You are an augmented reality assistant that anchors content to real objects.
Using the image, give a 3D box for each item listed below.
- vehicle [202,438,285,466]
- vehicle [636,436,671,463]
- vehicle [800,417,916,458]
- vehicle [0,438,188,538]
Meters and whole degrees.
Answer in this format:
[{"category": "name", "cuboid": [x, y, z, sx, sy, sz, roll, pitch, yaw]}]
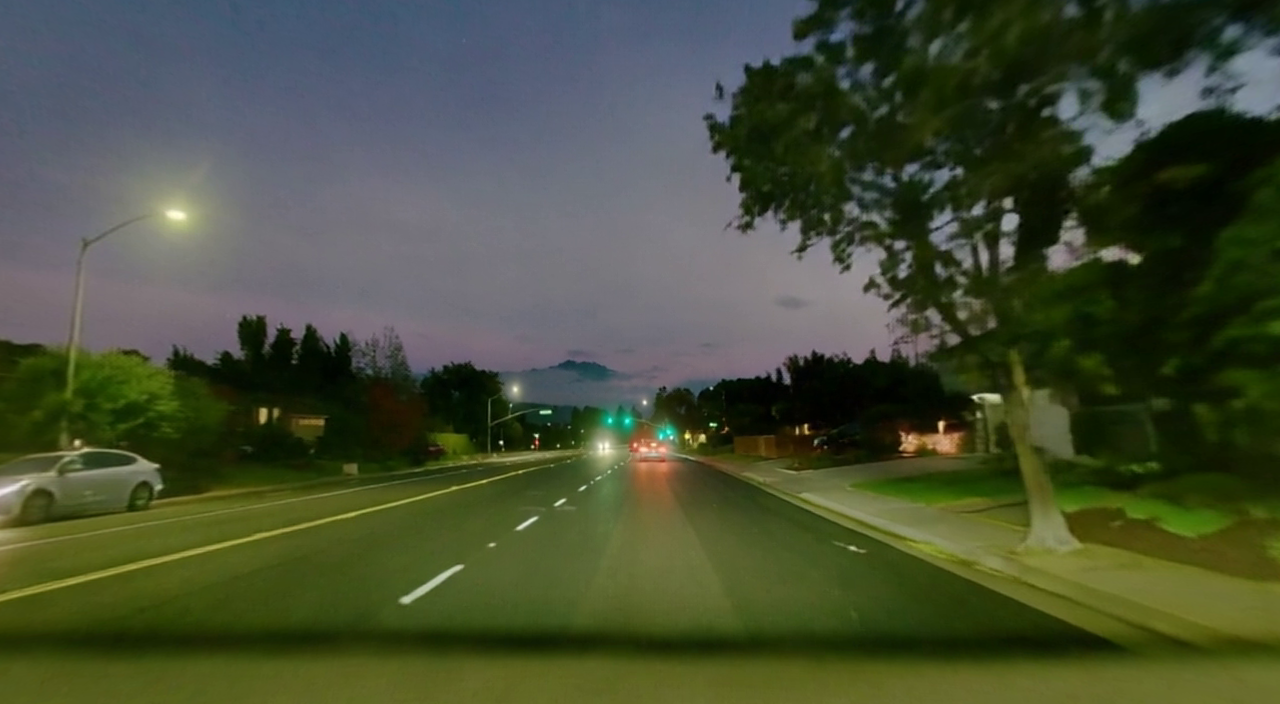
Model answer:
[{"category": "vehicle", "cuboid": [-28.197, 7.059, 44.803, 5.100, 1.864, 2.490, -4, -9, 25]}, {"category": "vehicle", "cuboid": [0.858, 6.070, 39.356, 2.088, 1.607, 3.903, 0, -8, 2]}, {"category": "vehicle", "cuboid": [10.442, 4.142, 30.455, 4.746, 1.485, 1.916, -5, -8, 0]}, {"category": "vehicle", "cuboid": [-14.095, 3.180, 15.368, 2.337, 1.850, 5.448, -4, -6, -2]}]
